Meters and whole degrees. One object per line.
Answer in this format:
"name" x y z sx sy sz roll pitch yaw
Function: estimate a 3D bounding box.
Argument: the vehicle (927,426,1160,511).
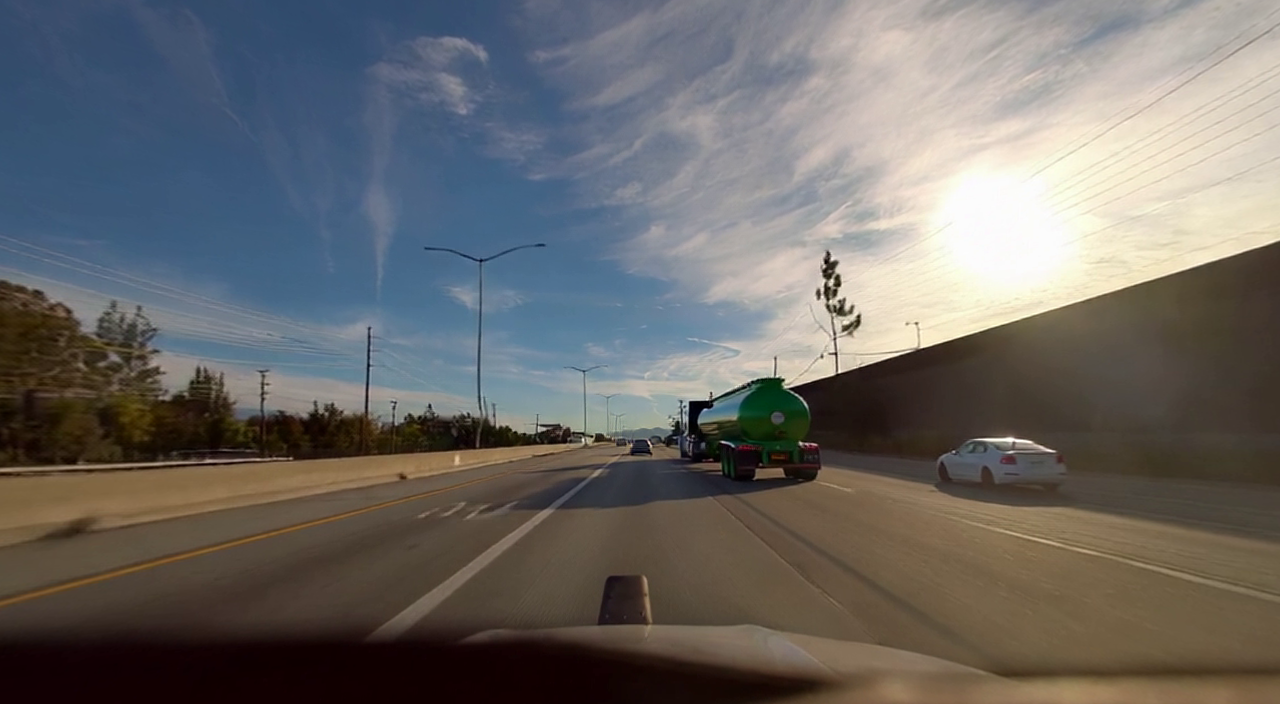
"vehicle" 8.146 2.396 13.434 1.905 1.480 4.624 0 -8 0

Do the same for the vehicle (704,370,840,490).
"vehicle" 3.900 2.657 20.827 2.791 3.179 8.074 0 -8 1
